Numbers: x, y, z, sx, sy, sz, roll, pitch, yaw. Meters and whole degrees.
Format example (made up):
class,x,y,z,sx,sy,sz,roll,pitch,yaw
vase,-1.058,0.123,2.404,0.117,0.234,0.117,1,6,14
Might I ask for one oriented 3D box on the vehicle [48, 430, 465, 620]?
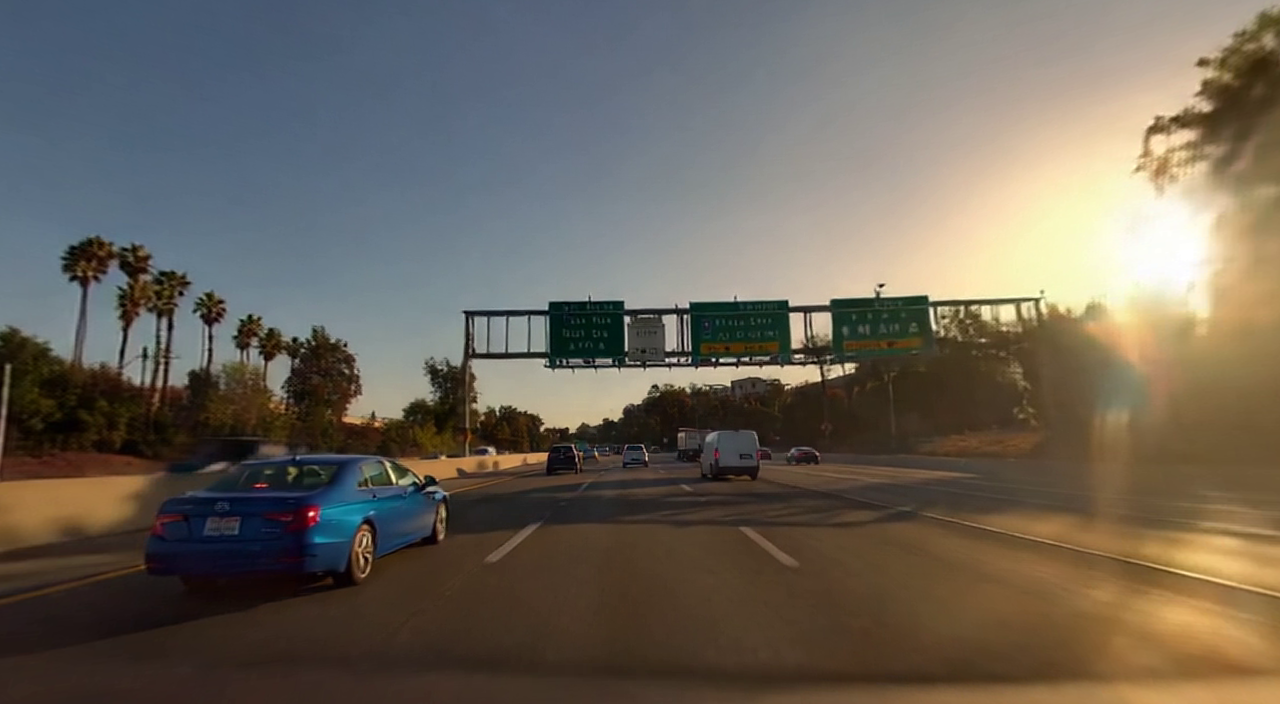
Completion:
class,x,y,z,sx,sy,sz,roll,pitch,yaw
vehicle,-3.630,1.698,7.210,1.991,1.469,4.381,0,-9,0

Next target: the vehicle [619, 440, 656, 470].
class,x,y,z,sx,sy,sz,roll,pitch,yaw
vehicle,-0.195,6.558,40.347,2.212,1.786,4.198,0,-9,-1

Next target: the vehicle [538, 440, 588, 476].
class,x,y,z,sx,sy,sz,roll,pitch,yaw
vehicle,-4.082,5.688,34.225,2.109,1.793,4.613,0,-9,0

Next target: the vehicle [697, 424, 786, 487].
class,x,y,z,sx,sy,sz,roll,pitch,yaw
vehicle,3.637,3.877,23.869,2.250,2.074,5.723,0,-9,-2
